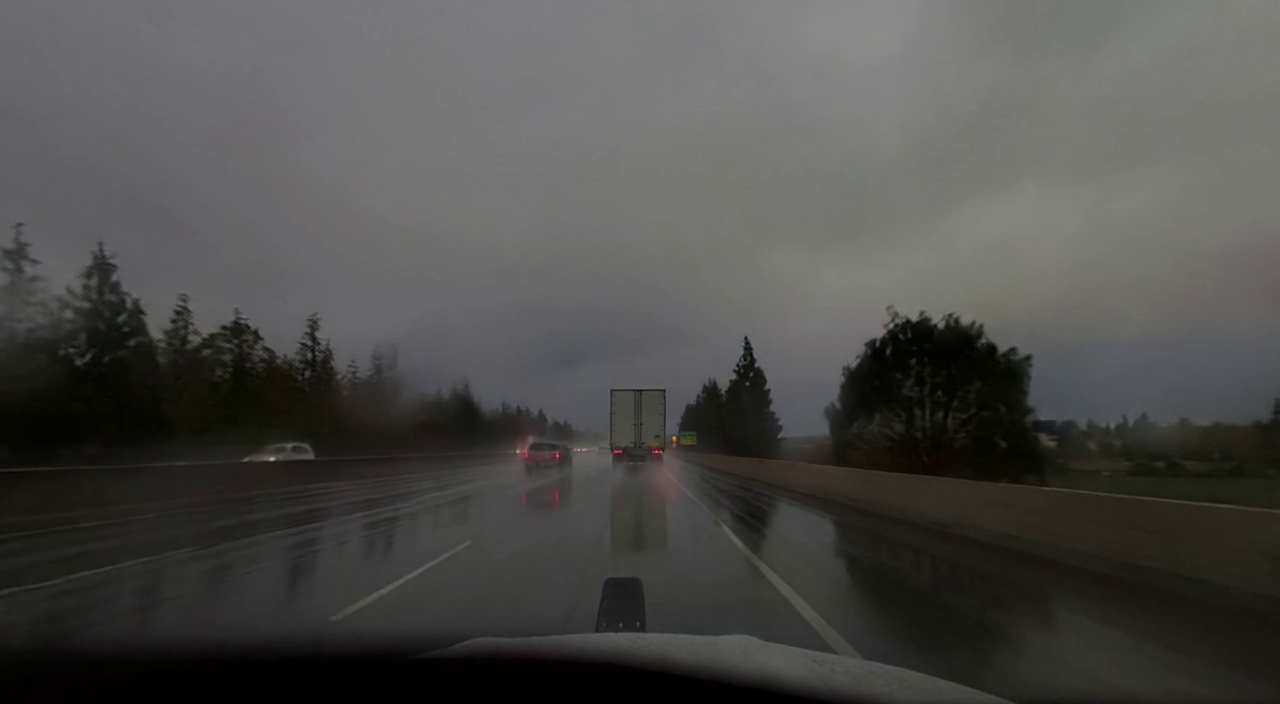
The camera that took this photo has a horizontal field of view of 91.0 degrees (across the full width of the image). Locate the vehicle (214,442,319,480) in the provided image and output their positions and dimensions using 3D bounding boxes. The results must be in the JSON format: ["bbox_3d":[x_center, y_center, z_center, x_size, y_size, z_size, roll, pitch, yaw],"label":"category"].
[{"bbox_3d":[-21.534,6.283,36.748,2.295,1.987,6.136,0,-9,1],"label":"vehicle"}]

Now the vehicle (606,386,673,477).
[{"bbox_3d":[-0.004,4.493,34.587,3.052,4.132,11.336,0,-9,0],"label":"vehicle"}]

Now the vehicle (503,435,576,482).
[{"bbox_3d":[-4.267,4.618,27.583,2.285,1.833,4.984,0,-9,1],"label":"vehicle"}]
